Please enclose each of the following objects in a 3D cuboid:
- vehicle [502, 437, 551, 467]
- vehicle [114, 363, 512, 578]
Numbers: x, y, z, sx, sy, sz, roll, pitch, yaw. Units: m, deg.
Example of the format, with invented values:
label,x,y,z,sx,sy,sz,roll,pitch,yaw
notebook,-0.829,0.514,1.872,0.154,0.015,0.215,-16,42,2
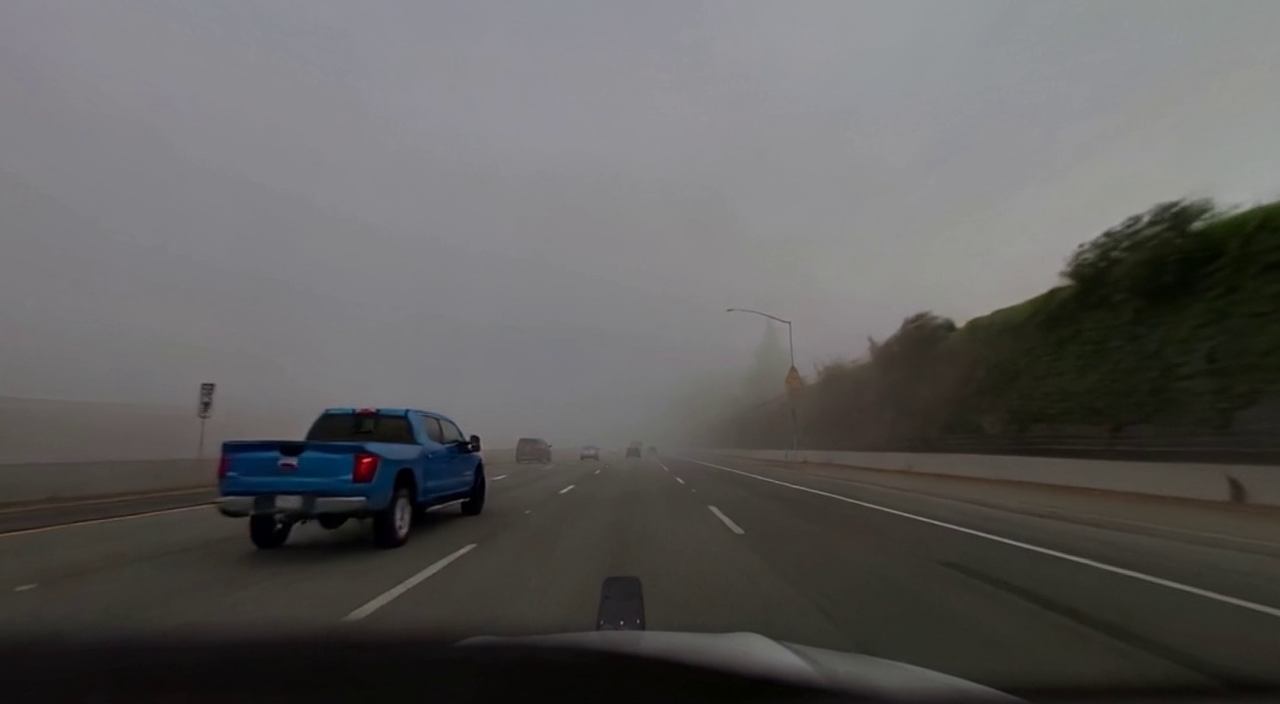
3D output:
label,x,y,z,sx,sy,sz,roll,pitch,yaw
vehicle,-7.850,6.989,44.283,2.351,1.922,6.335,0,-8,0
vehicle,-3.961,1.662,9.604,2.604,2.170,6.271,0,-8,1
